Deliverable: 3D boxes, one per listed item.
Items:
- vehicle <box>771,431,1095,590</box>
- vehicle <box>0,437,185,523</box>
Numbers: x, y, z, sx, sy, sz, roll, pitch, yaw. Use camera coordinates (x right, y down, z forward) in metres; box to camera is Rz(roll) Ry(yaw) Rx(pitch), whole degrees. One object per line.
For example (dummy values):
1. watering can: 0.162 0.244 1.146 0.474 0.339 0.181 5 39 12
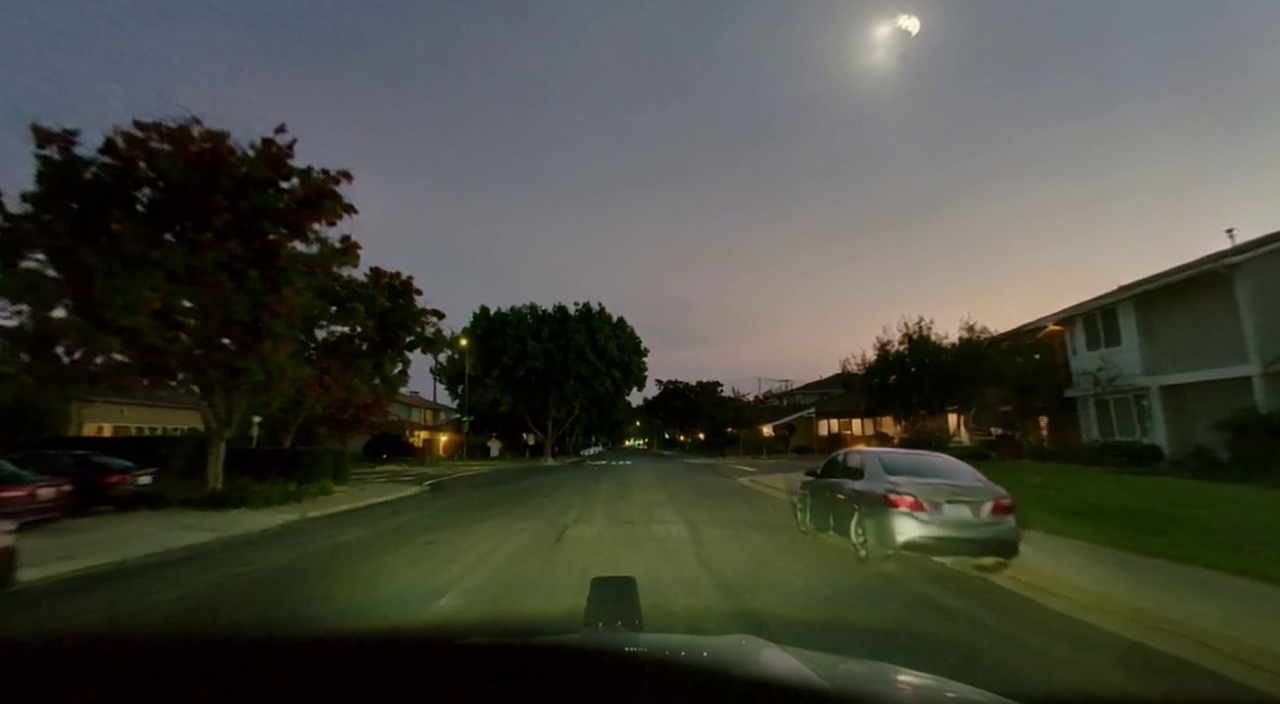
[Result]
1. vehicle: 3.242 1.812 8.197 1.986 1.476 4.306 0 -8 -2
2. vehicle: -12.365 2.658 13.448 3.972 1.628 1.963 -2 -8 9
